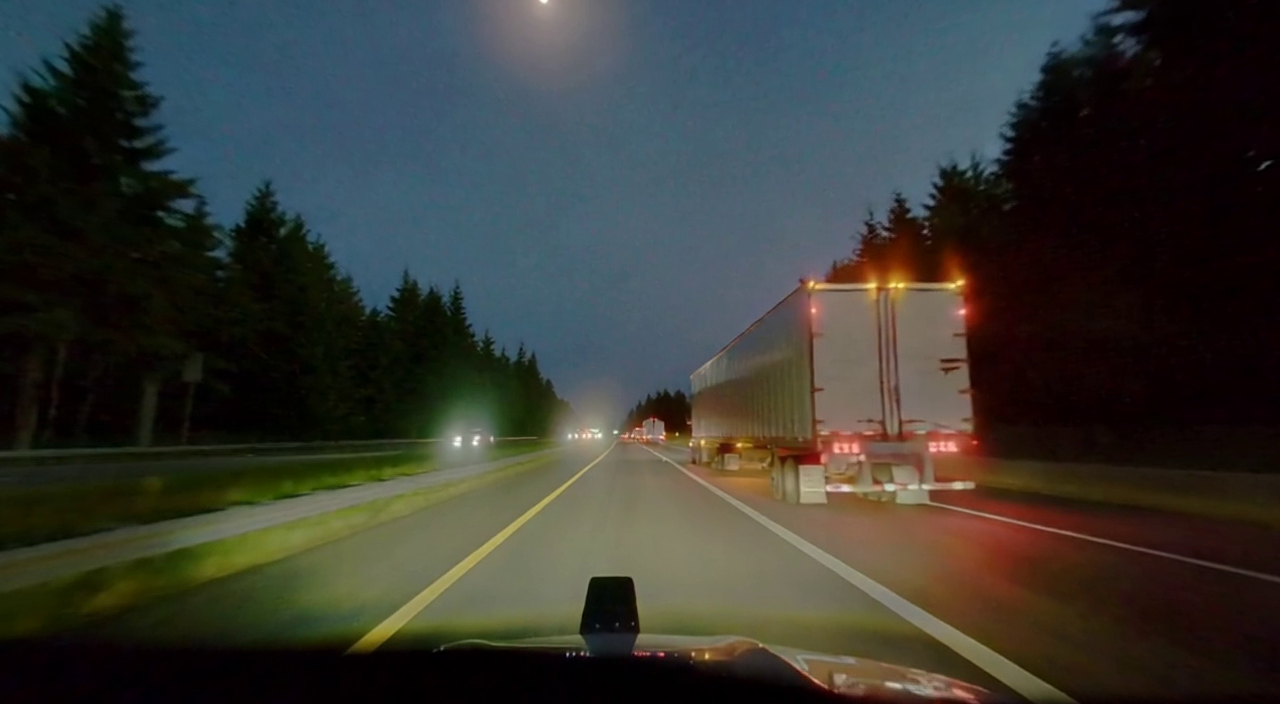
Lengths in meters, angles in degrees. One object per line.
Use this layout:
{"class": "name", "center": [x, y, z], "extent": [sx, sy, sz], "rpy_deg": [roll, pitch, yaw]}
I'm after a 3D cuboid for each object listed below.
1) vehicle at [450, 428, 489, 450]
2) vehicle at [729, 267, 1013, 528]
{"class": "vehicle", "center": [-12.818, 6.587, 47.720], "extent": [1.885, 1.570, 4.173], "rpy_deg": [0, -8, -1]}
{"class": "vehicle", "center": [4.095, 1.207, 13.929], "extent": [2.861, 3.991, 8.583], "rpy_deg": [0, -8, -1]}
